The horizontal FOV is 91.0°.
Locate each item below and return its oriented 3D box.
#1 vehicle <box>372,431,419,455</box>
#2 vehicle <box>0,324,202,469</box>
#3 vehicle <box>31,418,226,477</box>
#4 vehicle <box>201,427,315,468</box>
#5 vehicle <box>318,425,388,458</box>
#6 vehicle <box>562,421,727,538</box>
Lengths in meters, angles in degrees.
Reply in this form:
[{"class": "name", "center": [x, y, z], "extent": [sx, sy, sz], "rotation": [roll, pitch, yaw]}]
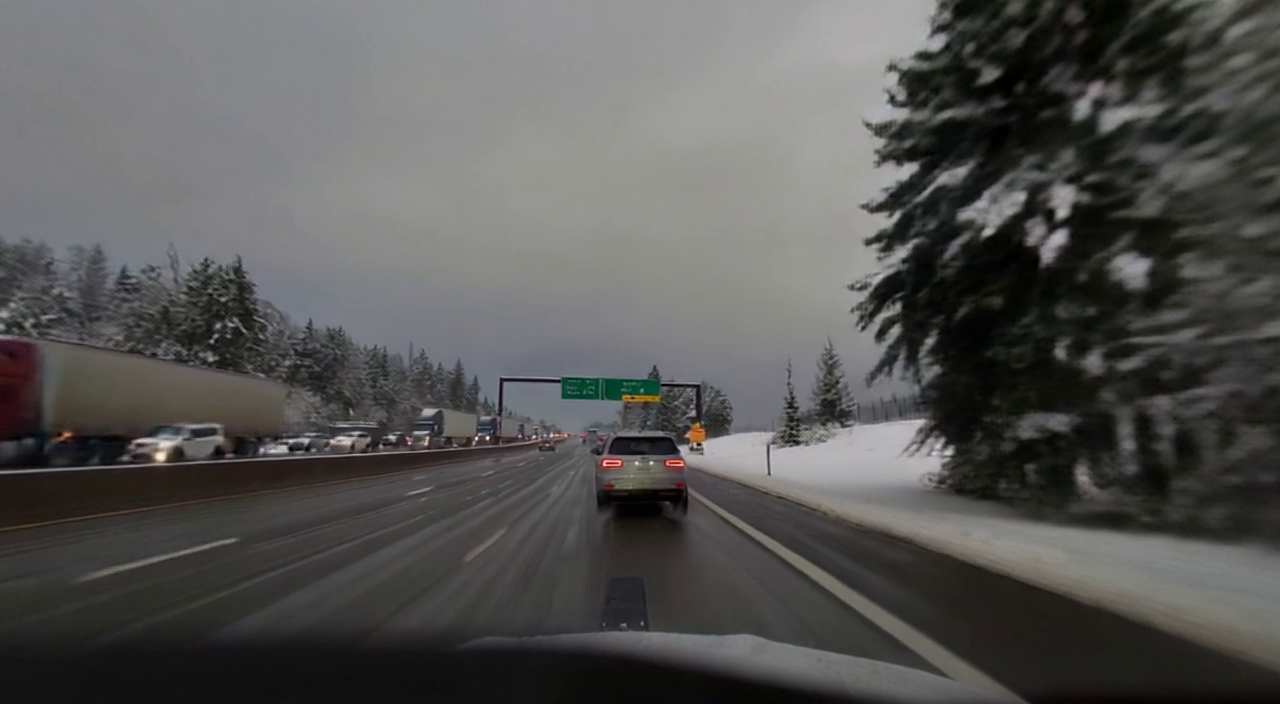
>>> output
[{"class": "vehicle", "center": [-16.118, 6.008, 41.615], "extent": [1.773, 1.481, 3.722], "rotation": [0, -8, -2]}, {"class": "vehicle", "center": [-18.831, 1.576, 19.557], "extent": [3.032, 3.845, 10.740], "rotation": [0, -8, -3]}, {"class": "vehicle", "center": [-14.629, 2.776, 18.451], "extent": [1.921, 1.507, 4.664], "rotation": [0, -8, -2]}, {"class": "vehicle", "center": [-15.092, 3.793, 25.167], "extent": [1.903, 1.473, 4.391], "rotation": [0, -8, -2]}, {"class": "vehicle", "center": [-15.475, 4.857, 34.199], "extent": [1.895, 1.683, 4.224], "rotation": [0, -8, -2]}, {"class": "vehicle", "center": [-0.022, 1.956, 10.372], "extent": [2.127, 1.497, 4.445], "rotation": [0, -8, -2]}]
